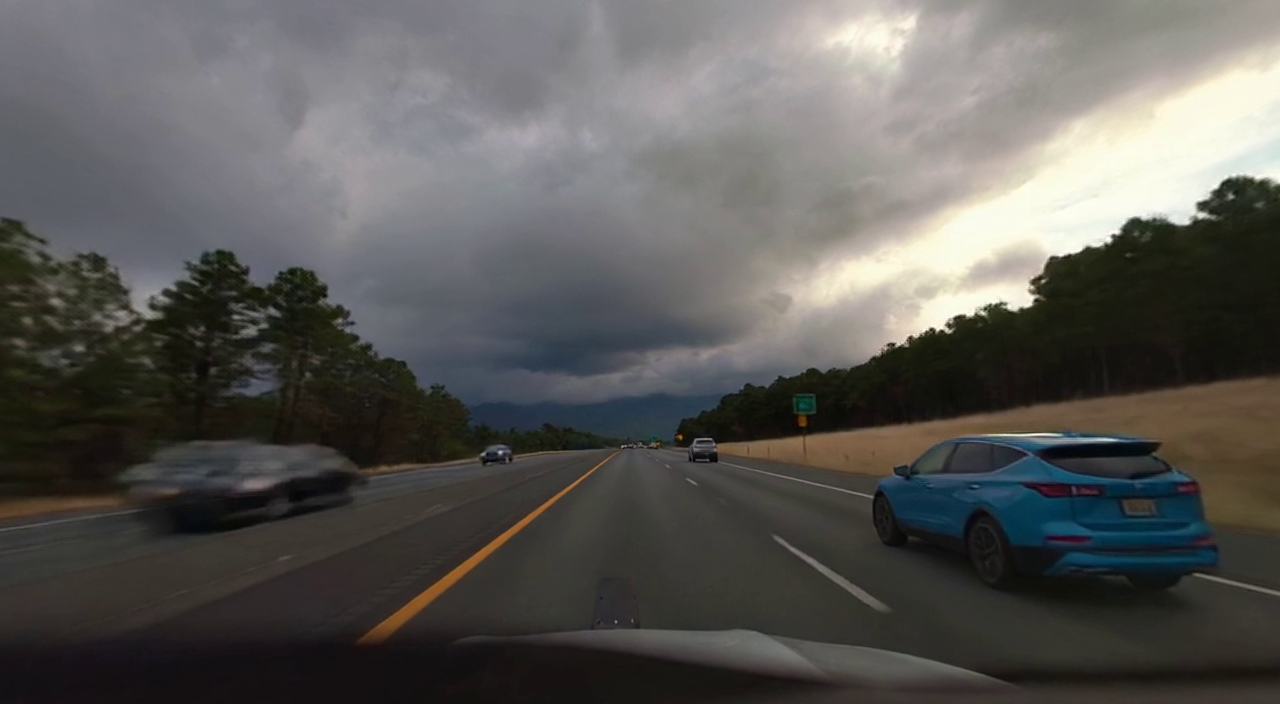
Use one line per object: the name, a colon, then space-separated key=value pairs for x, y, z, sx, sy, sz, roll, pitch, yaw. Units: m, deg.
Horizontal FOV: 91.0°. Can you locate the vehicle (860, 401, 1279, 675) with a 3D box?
vehicle: x=3.802 y=1.331 z=5.692 sx=1.999 sy=1.501 sz=4.221 roll=0 pitch=-8 yaw=-1

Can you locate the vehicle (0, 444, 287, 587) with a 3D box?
vehicle: x=-7.423 y=2.130 z=9.173 sx=1.993 sy=1.508 sz=4.492 roll=0 pitch=-8 yaw=-1

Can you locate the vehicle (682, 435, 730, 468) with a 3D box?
vehicle: x=3.500 y=5.383 z=34.319 sx=2.043 sy=1.673 sz=4.016 roll=0 pitch=-8 yaw=-2

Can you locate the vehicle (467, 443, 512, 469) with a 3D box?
vehicle: x=-11.263 y=7.791 z=47.526 sx=2.323 sy=1.799 sz=4.546 roll=0 pitch=-8 yaw=0
